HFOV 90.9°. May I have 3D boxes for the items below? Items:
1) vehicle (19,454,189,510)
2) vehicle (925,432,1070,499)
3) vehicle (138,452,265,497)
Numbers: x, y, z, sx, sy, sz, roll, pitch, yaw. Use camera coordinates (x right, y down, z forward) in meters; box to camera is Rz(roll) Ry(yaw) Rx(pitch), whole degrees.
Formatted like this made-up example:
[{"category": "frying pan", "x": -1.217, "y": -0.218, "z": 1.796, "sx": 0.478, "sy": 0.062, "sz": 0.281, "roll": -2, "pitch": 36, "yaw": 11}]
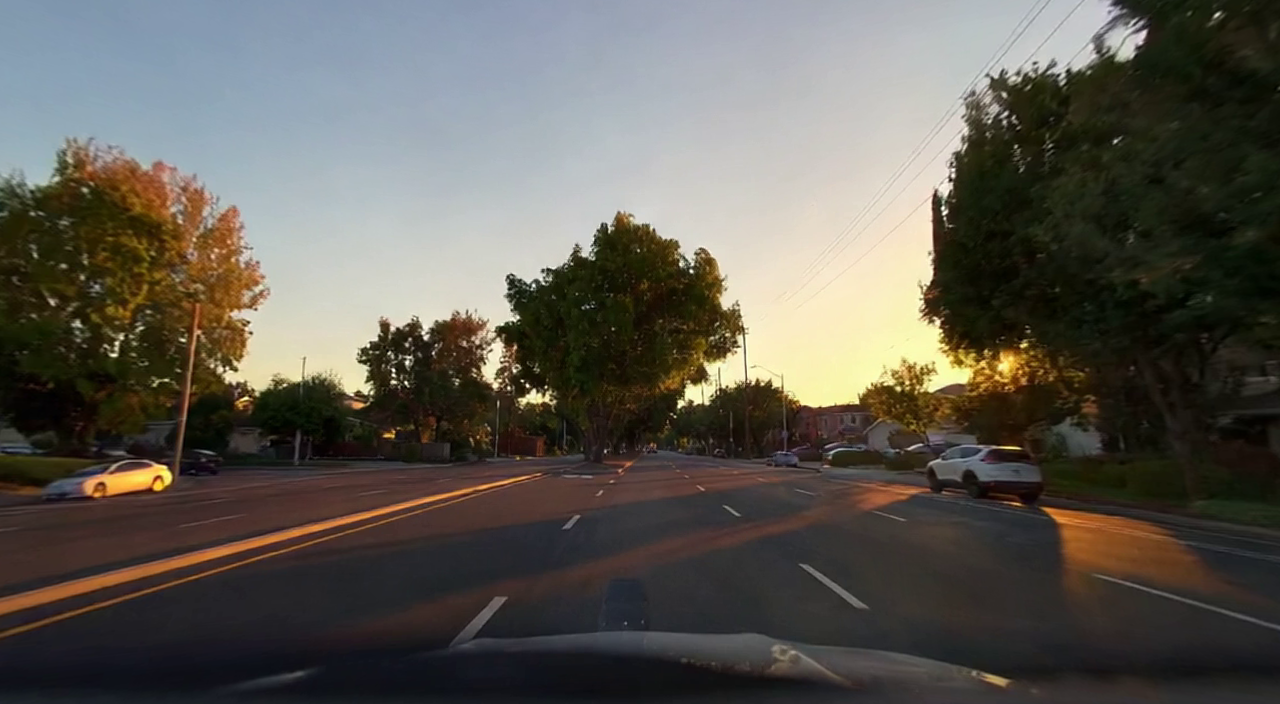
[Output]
[{"category": "vehicle", "x": -18.766, "y": 4.518, "z": 22.431, "sx": 1.873, "sy": 1.680, "sz": 4.641, "roll": 0, "pitch": -8, "yaw": 1}, {"category": "vehicle", "x": 11.853, "y": 3.783, "z": 21.356, "sx": 2.568, "sy": 2.038, "sz": 4.088, "roll": -1, "pitch": -8, "yaw": 2}, {"category": "vehicle", "x": -18.824, "y": 5.236, "z": 27.367, "sx": 2.006, "sy": 1.615, "sz": 4.647, "roll": 2, "pitch": -8, "yaw": 2}]
